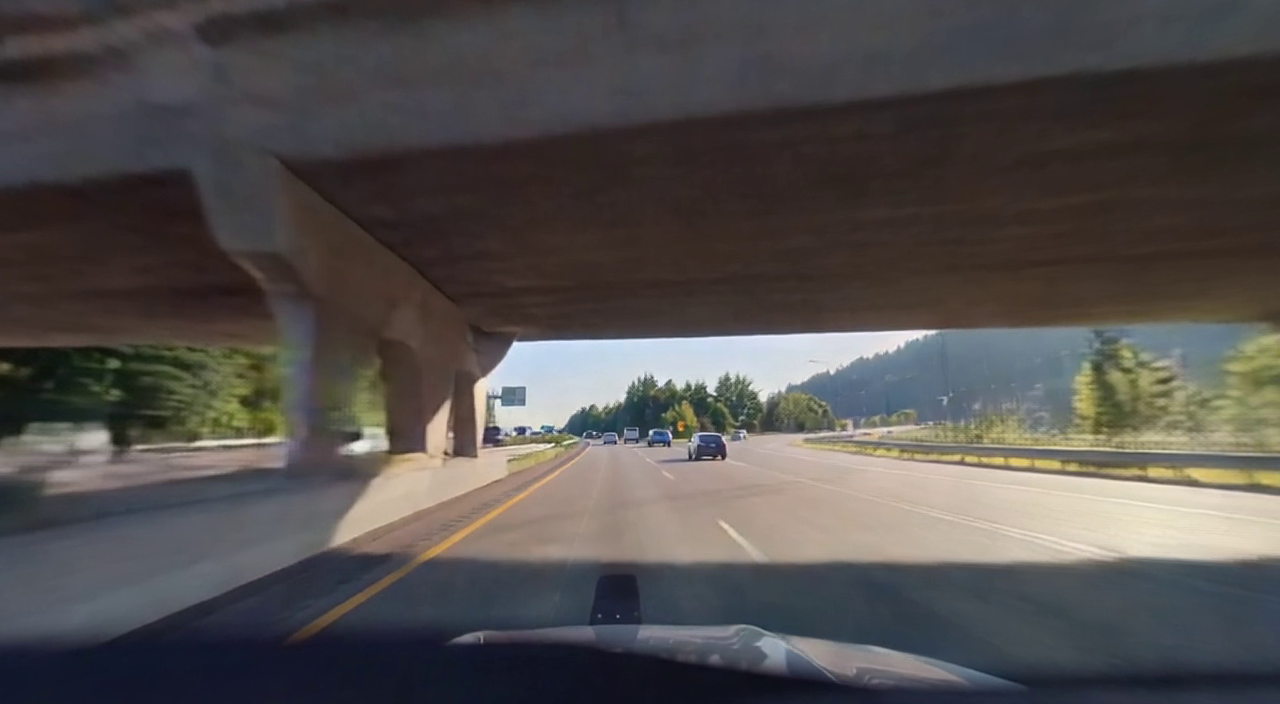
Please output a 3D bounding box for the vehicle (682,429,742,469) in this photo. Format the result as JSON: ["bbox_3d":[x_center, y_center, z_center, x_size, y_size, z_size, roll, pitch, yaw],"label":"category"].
[{"bbox_3d":[3.006,4.102,26.957,1.938,1.578,3.764,0,-8,-3],"label":"vehicle"}]

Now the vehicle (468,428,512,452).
[{"bbox_3d":[-10.016,5.932,42.449,2.011,1.519,4.508,0,-8,-2],"label":"vehicle"}]

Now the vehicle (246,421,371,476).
[{"bbox_3d":[-9.514,2.794,18.468,1.729,1.450,3.703,0,-8,-2],"label":"vehicle"}]
